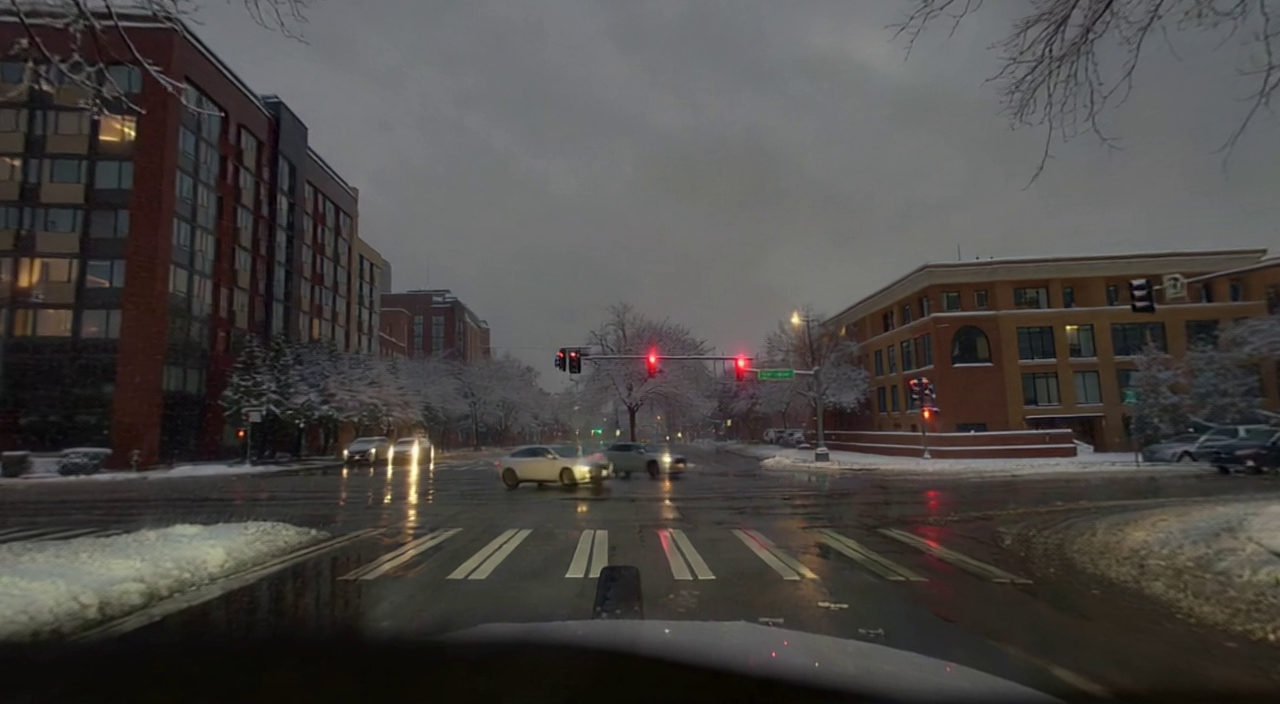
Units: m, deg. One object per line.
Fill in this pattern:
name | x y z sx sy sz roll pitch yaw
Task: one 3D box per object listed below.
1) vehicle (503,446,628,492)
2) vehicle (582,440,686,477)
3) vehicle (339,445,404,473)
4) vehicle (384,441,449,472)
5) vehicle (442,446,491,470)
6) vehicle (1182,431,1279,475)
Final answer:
vehicle | -2.476 3.698 20.286 1.910 1.288 4.093 8 -12 -43
vehicle | -0.368 4.545 27.212 2.109 1.461 4.637 6 -11 -37
vehicle | -18.599 7.405 44.063 2.237 1.842 5.116 0 -9 0
vehicle | -15.183 7.120 43.225 2.340 1.946 5.450 -1 -9 1
vehicle | -11.692 7.148 42.790 2.003 1.476 4.297 -1 -9 2
vehicle | 22.297 3.560 22.380 4.474 1.477 1.908 0 -9 -3
